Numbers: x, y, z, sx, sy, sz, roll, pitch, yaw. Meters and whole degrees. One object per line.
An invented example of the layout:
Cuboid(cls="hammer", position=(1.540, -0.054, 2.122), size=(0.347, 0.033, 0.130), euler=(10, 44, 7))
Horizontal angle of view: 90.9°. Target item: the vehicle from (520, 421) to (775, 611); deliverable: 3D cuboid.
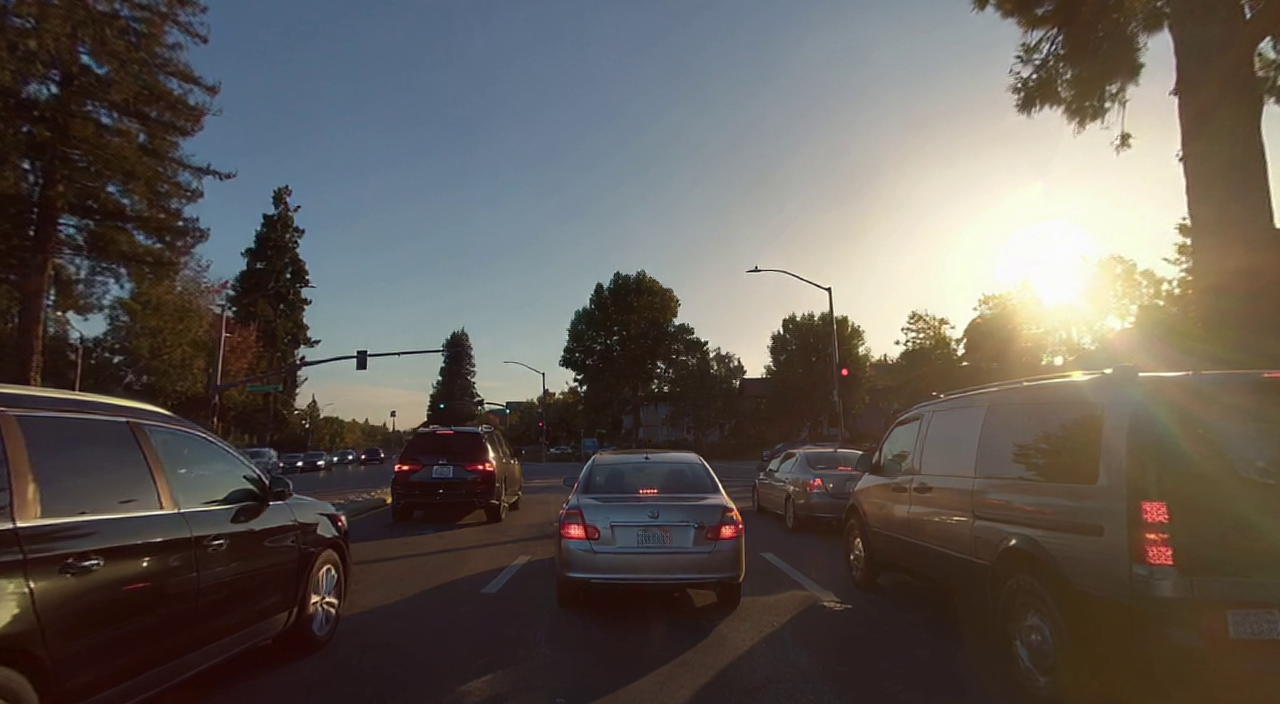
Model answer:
Cuboid(cls="vehicle", position=(0.022, 1.598, 7.051), size=(2.021, 1.490, 3.948), euler=(0, -8, -1))

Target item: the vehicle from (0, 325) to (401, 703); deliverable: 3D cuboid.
Cuboid(cls="vehicle", position=(-3.123, 0.955, 3.309), size=(1.982, 1.721, 4.261), euler=(0, -8, 1))

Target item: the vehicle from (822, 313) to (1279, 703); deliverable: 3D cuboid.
Cuboid(cls="vehicle", position=(3.218, 1.100, 4.733), size=(2.141, 1.833, 4.704), euler=(0, -8, -2))

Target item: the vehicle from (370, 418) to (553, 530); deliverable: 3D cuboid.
Cuboid(cls="vehicle", position=(-3.179, 2.300, 12.448), size=(2.117, 1.772, 4.619), euler=(0, -8, 2))
